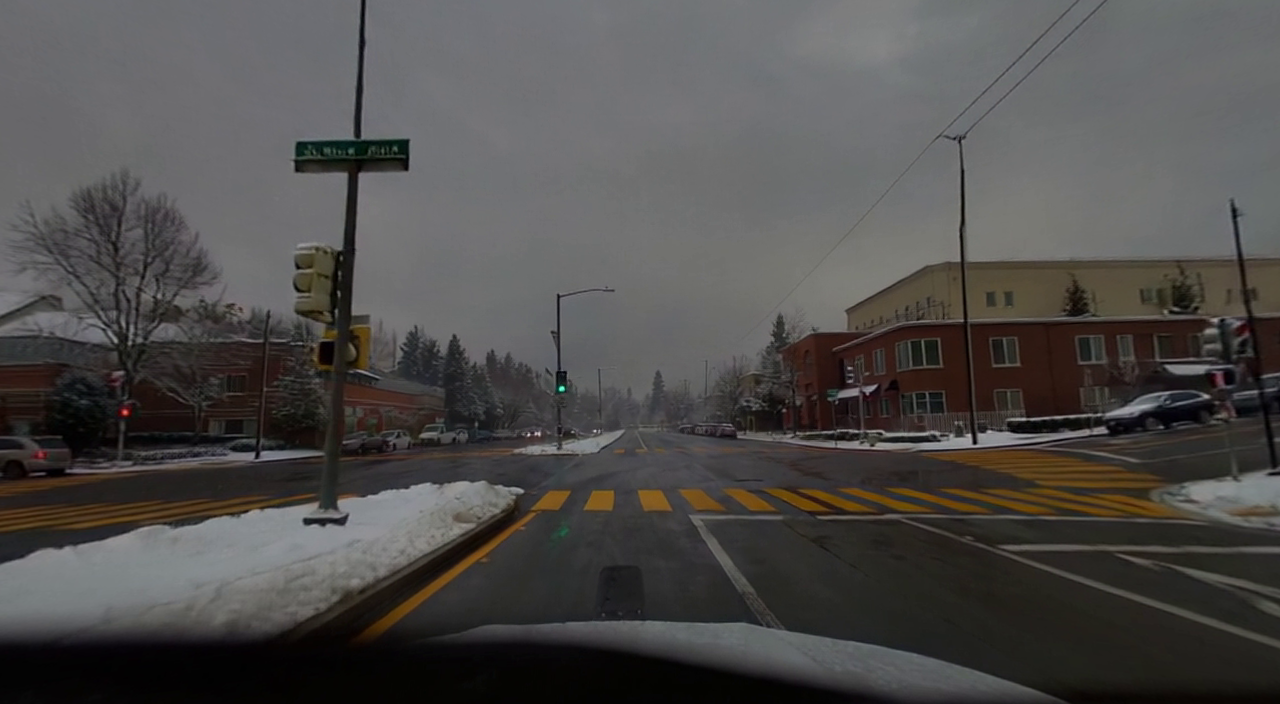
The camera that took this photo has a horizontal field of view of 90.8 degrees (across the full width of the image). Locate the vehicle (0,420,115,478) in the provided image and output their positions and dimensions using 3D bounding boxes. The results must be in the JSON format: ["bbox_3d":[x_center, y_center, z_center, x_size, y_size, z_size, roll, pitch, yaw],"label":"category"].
[{"bbox_3d":[-25.916,4.084,26.704,5.229,2.299,2.366,0,-8,1],"label":"vehicle"}]

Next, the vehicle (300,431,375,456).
[{"bbox_3d":[-18.209,5.569,38.346,1.939,1.430,5.533,0,-9,-2],"label":"vehicle"}]

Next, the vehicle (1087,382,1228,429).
[{"bbox_3d":[22.252,2.277,27.259,4.531,1.753,1.964,-2,-2,-5],"label":"vehicle"}]

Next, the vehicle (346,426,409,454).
[{"bbox_3d":[-18.433,6.258,44.694,2.225,1.871,5.189,0,-9,0],"label":"vehicle"}]
